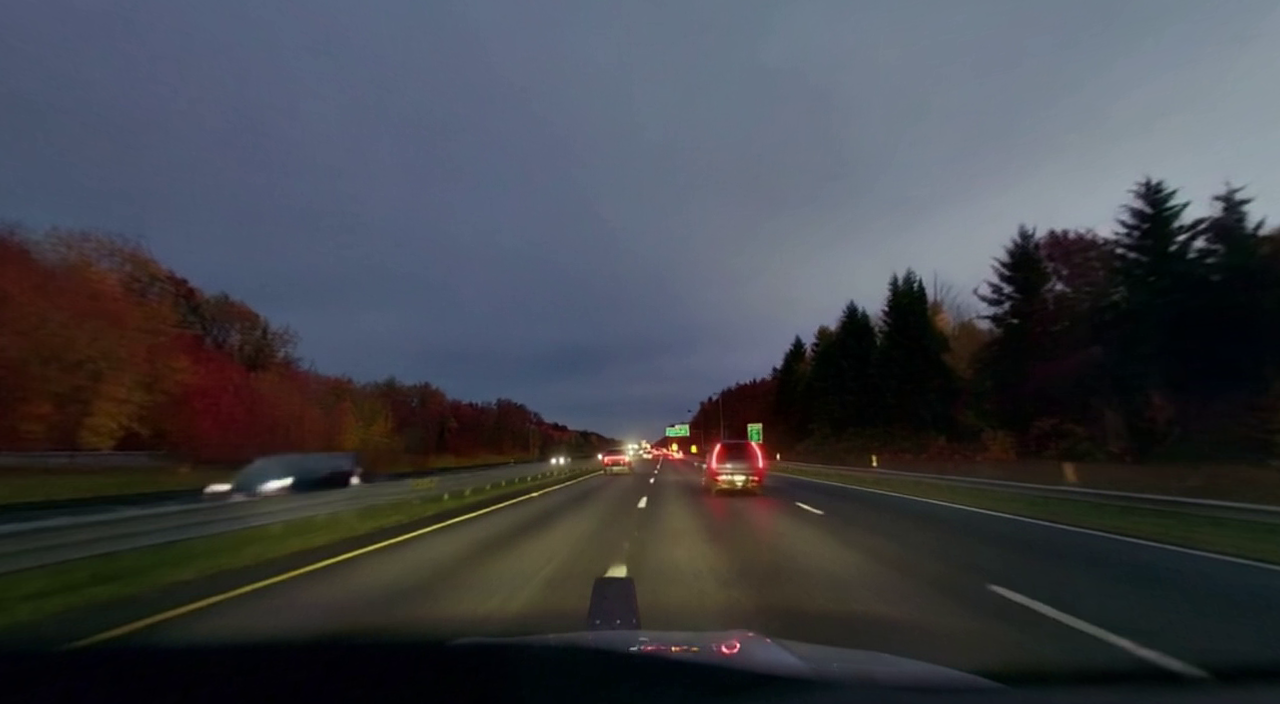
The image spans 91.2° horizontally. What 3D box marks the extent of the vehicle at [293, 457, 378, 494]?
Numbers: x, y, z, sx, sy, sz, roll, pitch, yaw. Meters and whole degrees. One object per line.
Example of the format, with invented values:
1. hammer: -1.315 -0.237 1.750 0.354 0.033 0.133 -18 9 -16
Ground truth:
1. vehicle: -15.126 6.116 31.400 1.938 1.618 4.309 -1 -9 2

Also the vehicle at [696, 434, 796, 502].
1. vehicle: 2.920 3.330 18.387 2.250 1.718 4.358 -1 -9 1

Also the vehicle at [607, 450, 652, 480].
1. vehicle: -0.453 5.703 31.829 2.037 1.418 3.793 -1 -9 3

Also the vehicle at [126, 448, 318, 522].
1. vehicle: -10.788 3.415 16.659 1.996 1.663 4.278 -1 -9 2
